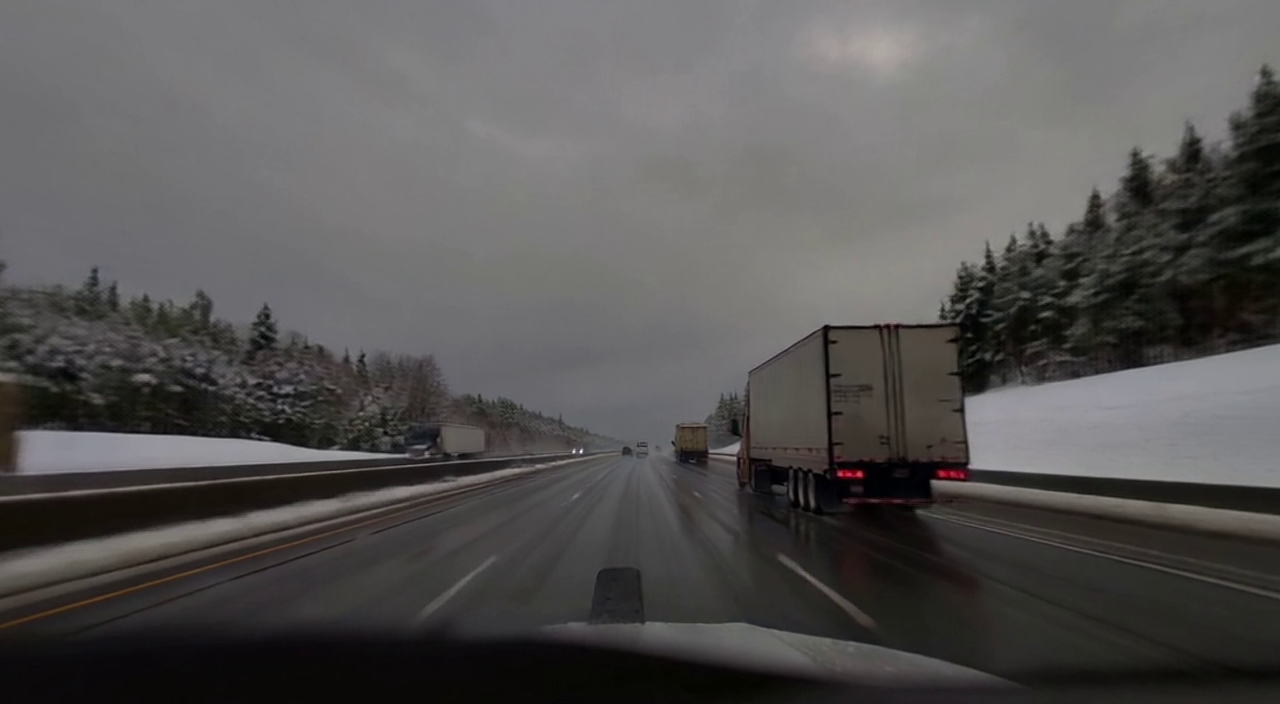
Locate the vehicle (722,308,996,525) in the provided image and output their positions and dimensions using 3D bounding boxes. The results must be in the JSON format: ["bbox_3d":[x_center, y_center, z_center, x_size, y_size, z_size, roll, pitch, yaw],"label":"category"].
[{"bbox_3d":[4.454,1.897,16.181,3.032,3.785,10.333,0,-9,-1],"label":"vehicle"}]
